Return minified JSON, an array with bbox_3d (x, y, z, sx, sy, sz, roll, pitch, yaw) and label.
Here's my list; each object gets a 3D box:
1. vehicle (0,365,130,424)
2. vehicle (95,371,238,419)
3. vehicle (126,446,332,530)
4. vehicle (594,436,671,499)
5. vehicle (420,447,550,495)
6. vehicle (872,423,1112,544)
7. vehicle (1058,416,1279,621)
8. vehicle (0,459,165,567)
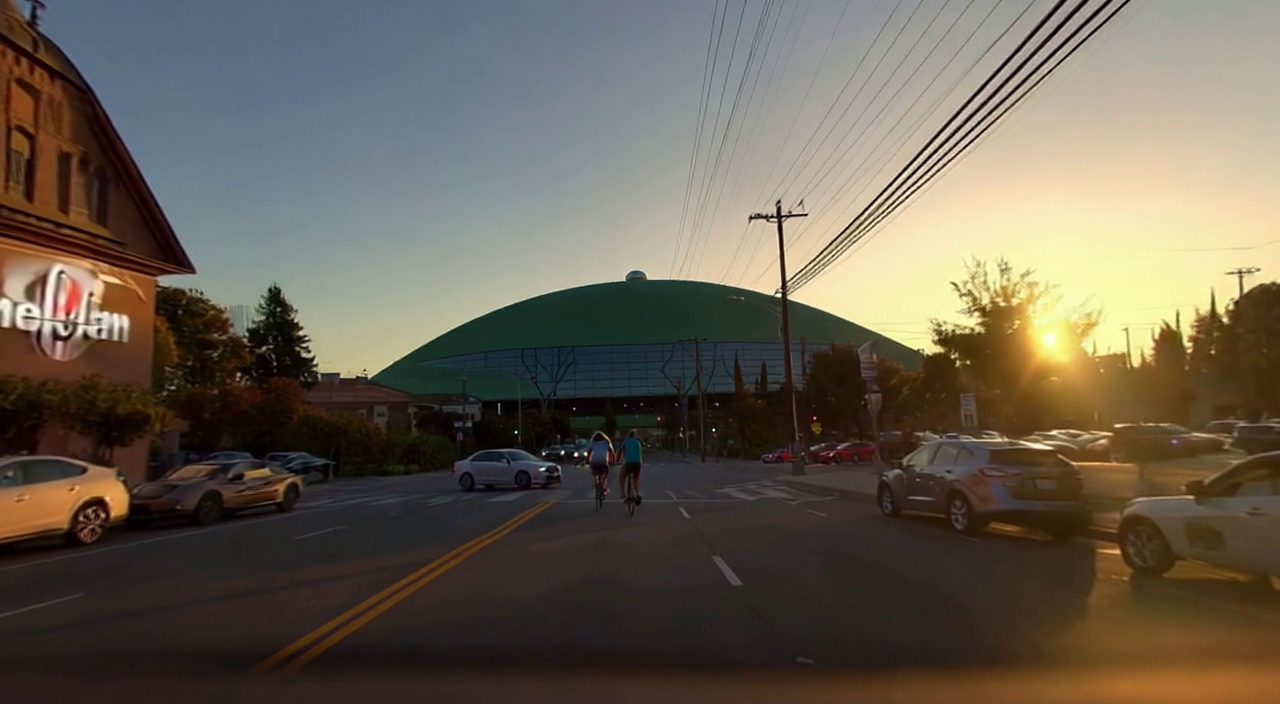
[{"bbox_3d":[-17.263,1.261,18.097,3.750,1.495,1.727,-1,-8,-2],"label":"vehicle"},{"bbox_3d":[-17.109,1.598,22.969,3.685,1.584,1.708,1,-9,-3],"label":"vehicle"},{"bbox_3d":[-10.274,3.372,16.426,2.075,1.816,4.900,0,-8,-1],"label":"vehicle"},{"bbox_3d":[-0.194,3.606,20.170,2.190,1.783,4.048,0,-8,1],"label":"vehicle"},{"bbox_3d":[-6.271,4.838,26.096,4.961,1.832,2.287,1,-9,-10],"label":"vehicle"},{"bbox_3d":[5.823,2.193,11.156,1.873,1.714,3.979,0,-8,0],"label":"vehicle"},{"bbox_3d":[5.890,1.357,5.367,1.900,1.566,3.995,0,-8,0],"label":"vehicle"},{"bbox_3d":[-10.230,2.494,9.989,1.904,1.495,4.585,0,-9,-1],"label":"vehicle"}]
